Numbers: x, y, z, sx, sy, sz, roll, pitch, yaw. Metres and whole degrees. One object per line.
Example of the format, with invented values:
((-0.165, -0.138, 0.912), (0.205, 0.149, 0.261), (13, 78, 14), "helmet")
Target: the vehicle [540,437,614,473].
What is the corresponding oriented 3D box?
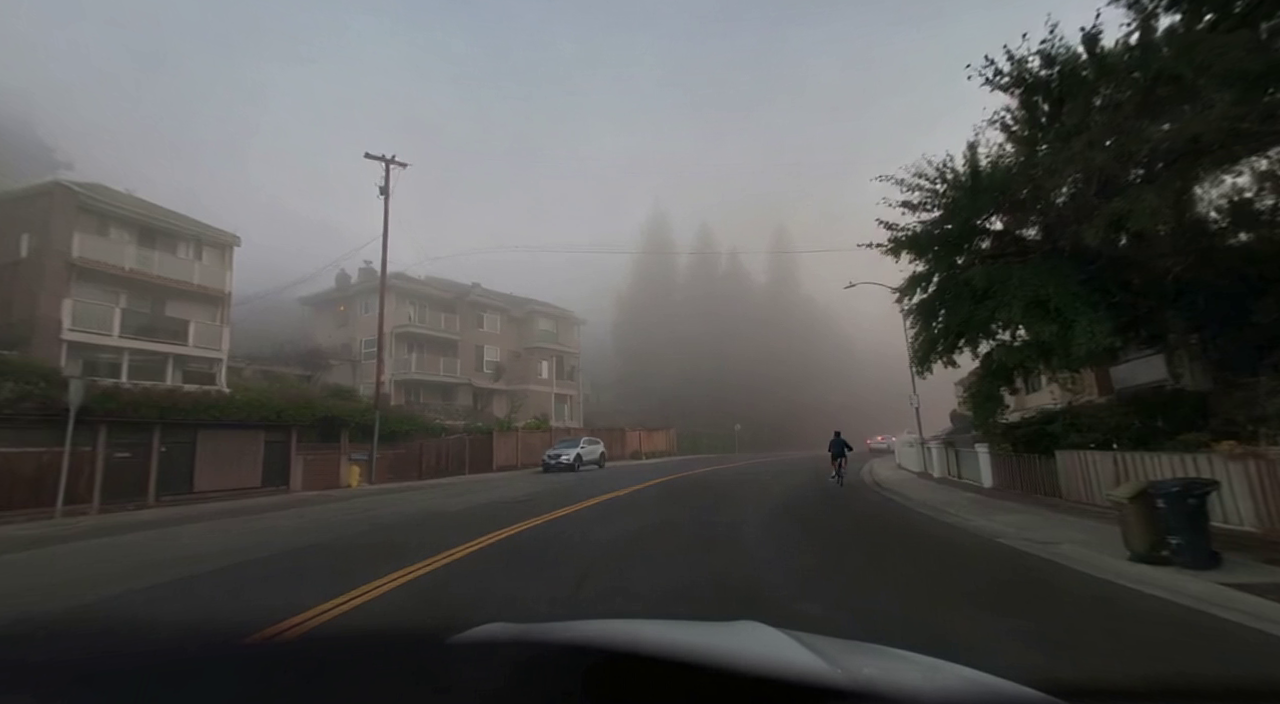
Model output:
((-3.090, 5.174, 31.901), (1.937, 1.670, 4.391), (-3, -9, 20), "vehicle")
